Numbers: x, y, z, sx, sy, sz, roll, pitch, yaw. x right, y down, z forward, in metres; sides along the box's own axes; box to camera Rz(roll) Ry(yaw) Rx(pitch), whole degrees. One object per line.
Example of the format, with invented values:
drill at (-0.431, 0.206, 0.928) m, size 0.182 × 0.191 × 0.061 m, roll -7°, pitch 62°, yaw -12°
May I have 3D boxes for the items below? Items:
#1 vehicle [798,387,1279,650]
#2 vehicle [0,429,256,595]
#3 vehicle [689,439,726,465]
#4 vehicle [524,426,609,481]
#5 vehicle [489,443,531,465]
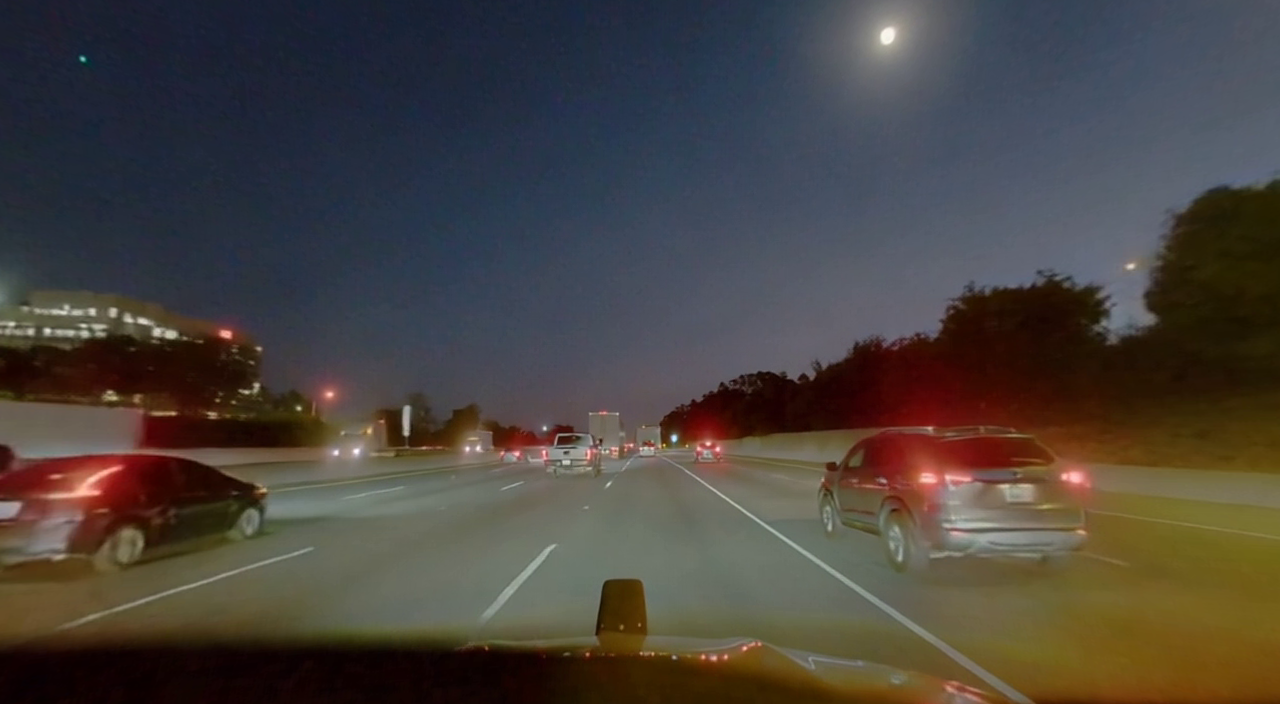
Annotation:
vehicle at (3.145, 1.375, 6.242) m, size 2.028 × 1.658 × 4.334 m, roll 0°, pitch -8°, yaw 0°
vehicle at (-6.932, 1.698, 7.336) m, size 2.235 × 1.506 × 4.159 m, roll 0°, pitch -8°, yaw 1°
vehicle at (4.541, 6.763, 42.744) m, size 2.026 × 1.661 × 3.865 m, roll 0°, pitch -8°, yaw -1°
vehicle at (-2.884, 4.227, 26.582) m, size 2.645 × 2.023 × 6.491 m, roll -1°, pitch -8°, yaw 2°
vehicle at (-9.497, 7.515, 46.606) m, size 1.981 × 1.495 × 4.834 m, roll 0°, pitch -8°, yaw 1°
